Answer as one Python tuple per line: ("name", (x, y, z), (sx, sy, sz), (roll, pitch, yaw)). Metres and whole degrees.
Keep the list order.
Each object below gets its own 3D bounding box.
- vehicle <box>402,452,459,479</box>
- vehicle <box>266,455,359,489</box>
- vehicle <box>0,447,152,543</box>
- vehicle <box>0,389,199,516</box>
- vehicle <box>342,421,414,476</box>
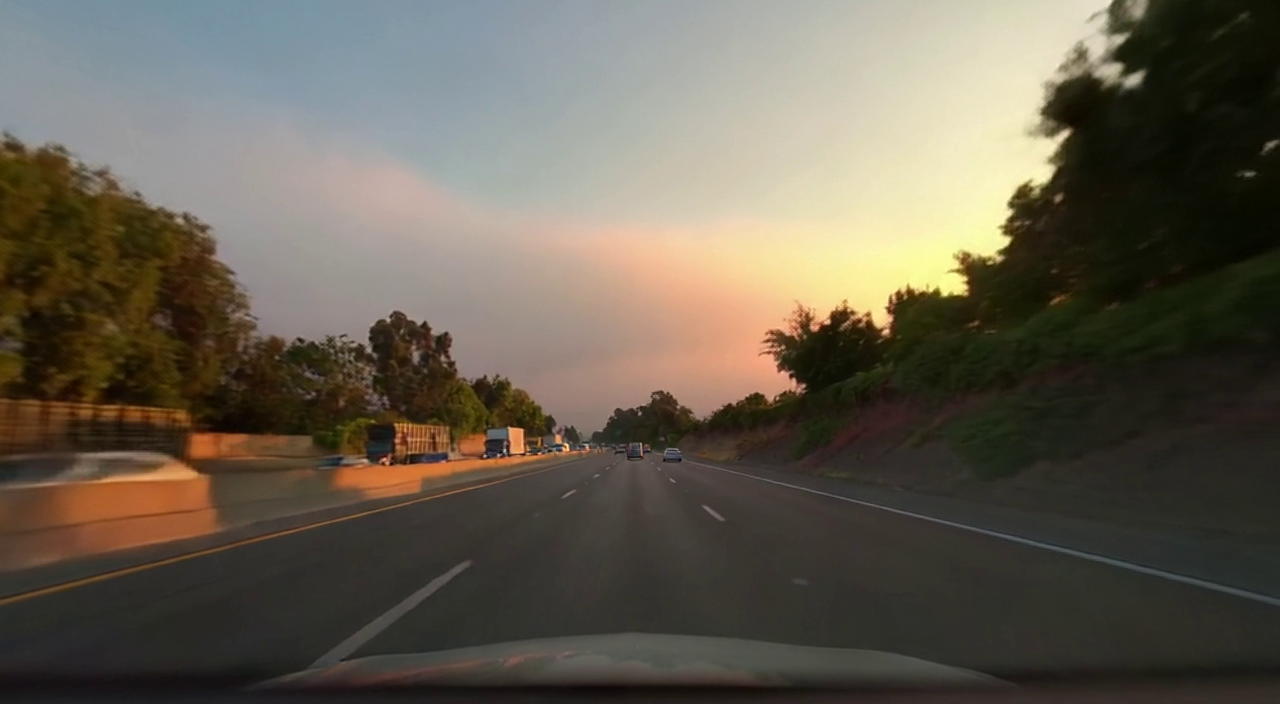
("vehicle", (-11.987, 6.509, 36.384), (1.862, 1.445, 4.101), (0, -9, 0))
("vehicle", (-15.855, 5.819, 30.835), (1.954, 1.488, 4.728), (0, -9, 0))
("vehicle", (-11.285, 2.427, 10.980), (2.078, 1.522, 4.275), (0, -9, 0))
("vehicle", (-20.274, 3.324, 20.881), (2.745, 3.723, 11.956), (0, -9, -1))
("vehicle", (-20.332, 7.523, 49.296), (2.966, 3.997, 6.255), (0, -9, -2))
